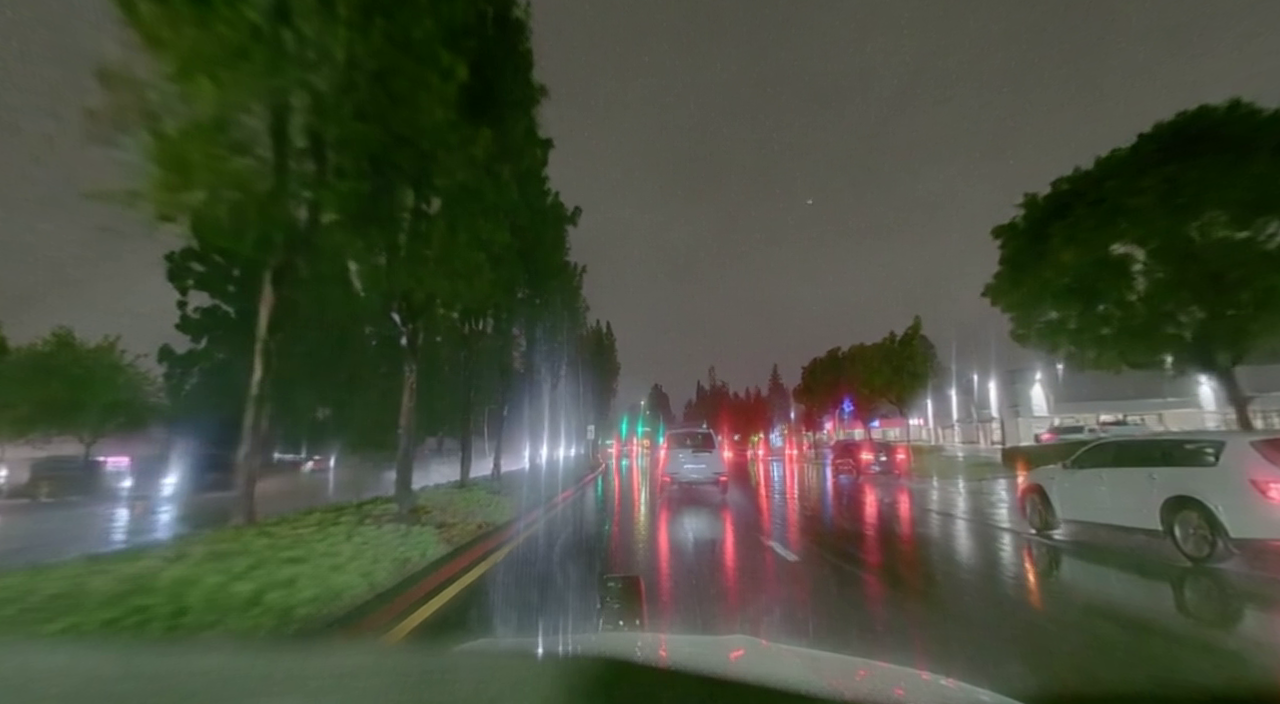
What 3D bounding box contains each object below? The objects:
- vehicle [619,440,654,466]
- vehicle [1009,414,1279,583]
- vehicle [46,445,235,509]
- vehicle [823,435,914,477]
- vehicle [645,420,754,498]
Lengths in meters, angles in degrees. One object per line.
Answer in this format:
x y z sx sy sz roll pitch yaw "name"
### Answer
-0.220 6.171 38.792 2.050 1.504 4.024 0 -8 -1 "vehicle"
6.676 1.568 7.428 1.994 1.488 4.313 0 -8 -1 "vehicle"
-16.068 3.998 20.822 2.124 1.802 5.097 0 -8 -1 "vehicle"
9.120 4.182 25.658 1.894 1.517 4.419 0 -8 -2 "vehicle"
1.459 2.955 17.826 2.300 1.870 4.936 0 -8 -3 "vehicle"
